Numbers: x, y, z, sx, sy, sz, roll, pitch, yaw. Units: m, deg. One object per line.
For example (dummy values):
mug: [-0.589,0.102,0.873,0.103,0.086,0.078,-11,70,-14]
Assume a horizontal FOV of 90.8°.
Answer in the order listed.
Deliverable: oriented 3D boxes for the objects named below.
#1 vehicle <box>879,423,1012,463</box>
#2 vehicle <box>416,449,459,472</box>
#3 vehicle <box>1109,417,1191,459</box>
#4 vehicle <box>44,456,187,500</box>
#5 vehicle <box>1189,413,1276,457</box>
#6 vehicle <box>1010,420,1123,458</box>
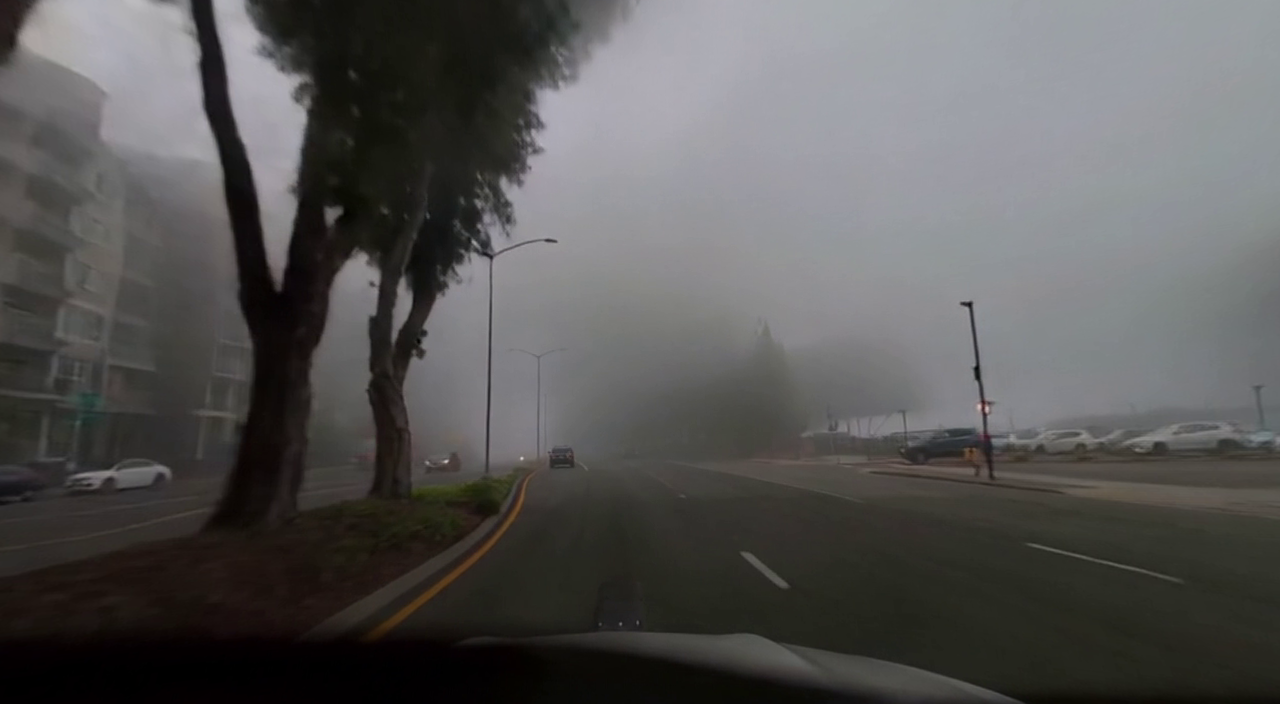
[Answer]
vehicle: [16.054,4.875,33.638,5.829,1.995,2.659,-3,-9,15]
vehicle: [-14.637,7.850,45.904,2.150,1.534,4.569,1,-9,-7]
vehicle: [21.906,3.728,27.049,2.218,1.617,4.783,-9,-12,43]
vehicle: [-21.348,5.114,26.033,2.155,1.542,4.584,0,-9,-4]
vehicle: [23.820,3.387,25.471,2.219,1.587,5.047,-8,-12,42]
vehicle: [21.641,4.474,32.317,4.218,1.780,2.331,-1,-10,18]
